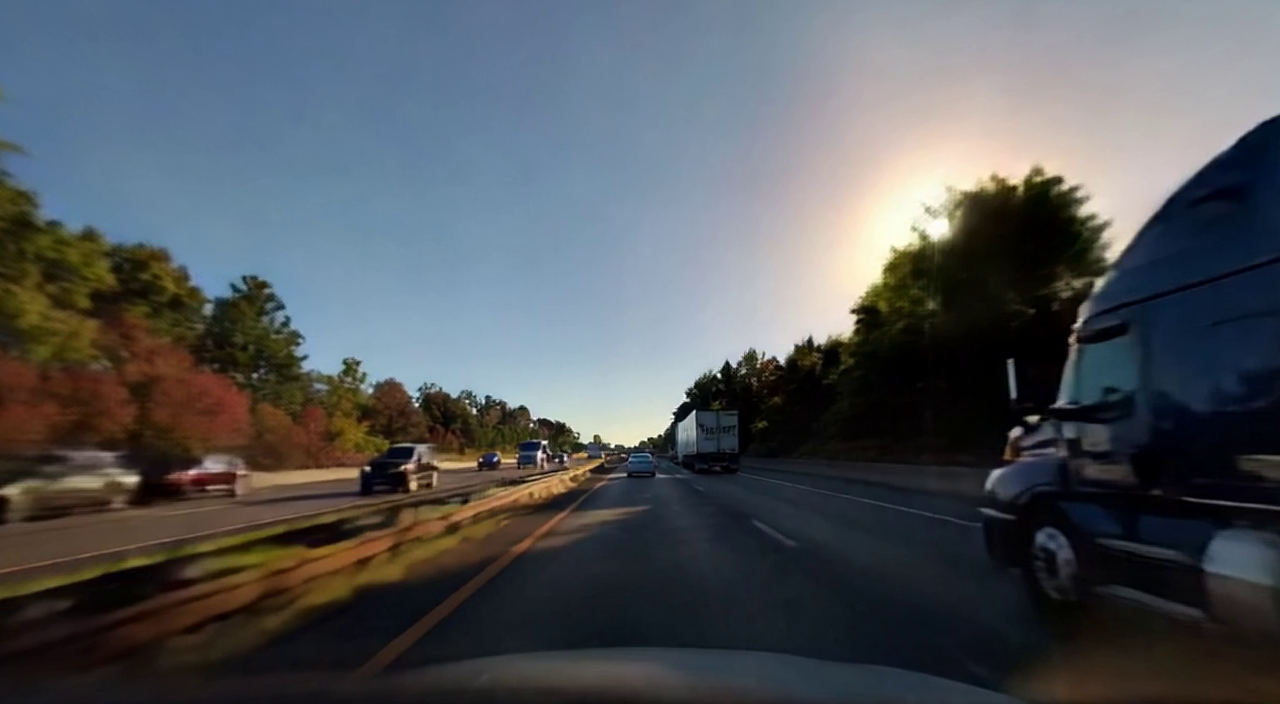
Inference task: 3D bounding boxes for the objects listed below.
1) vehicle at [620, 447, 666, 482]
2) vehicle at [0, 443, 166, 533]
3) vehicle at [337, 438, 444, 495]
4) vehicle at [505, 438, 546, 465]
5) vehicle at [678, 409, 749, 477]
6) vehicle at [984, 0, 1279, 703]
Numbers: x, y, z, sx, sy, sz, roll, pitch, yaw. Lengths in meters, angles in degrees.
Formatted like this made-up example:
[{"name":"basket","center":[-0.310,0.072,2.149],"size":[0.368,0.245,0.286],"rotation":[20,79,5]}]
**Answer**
[{"name":"vehicle","center":[0.131,5.104,28.835],"size":[1.939,1.495,3.612],"rotation":[0,-9,0]},{"name":"vehicle","center":[-12.403,2.686,12.810],"size":[1.922,1.586,4.633],"rotation":[0,-9,0]},{"name":"vehicle","center":[-8.229,3.807,21.180],"size":[2.028,1.702,3.667],"rotation":[0,-9,1]},{"name":"vehicle","center":[-7.772,6.793,43.110],"size":[1.952,1.755,4.079],"rotation":[0,-9,0]},{"name":"vehicle","center":[4.408,5.938,40.728],"size":[2.885,3.679,12.102],"rotation":[0,-9,-1]},{"name":"vehicle","center":[4.461,-0.273,2.091],"size":[3.041,3.923,6.030],"rotation":[0,-9,0]}]
